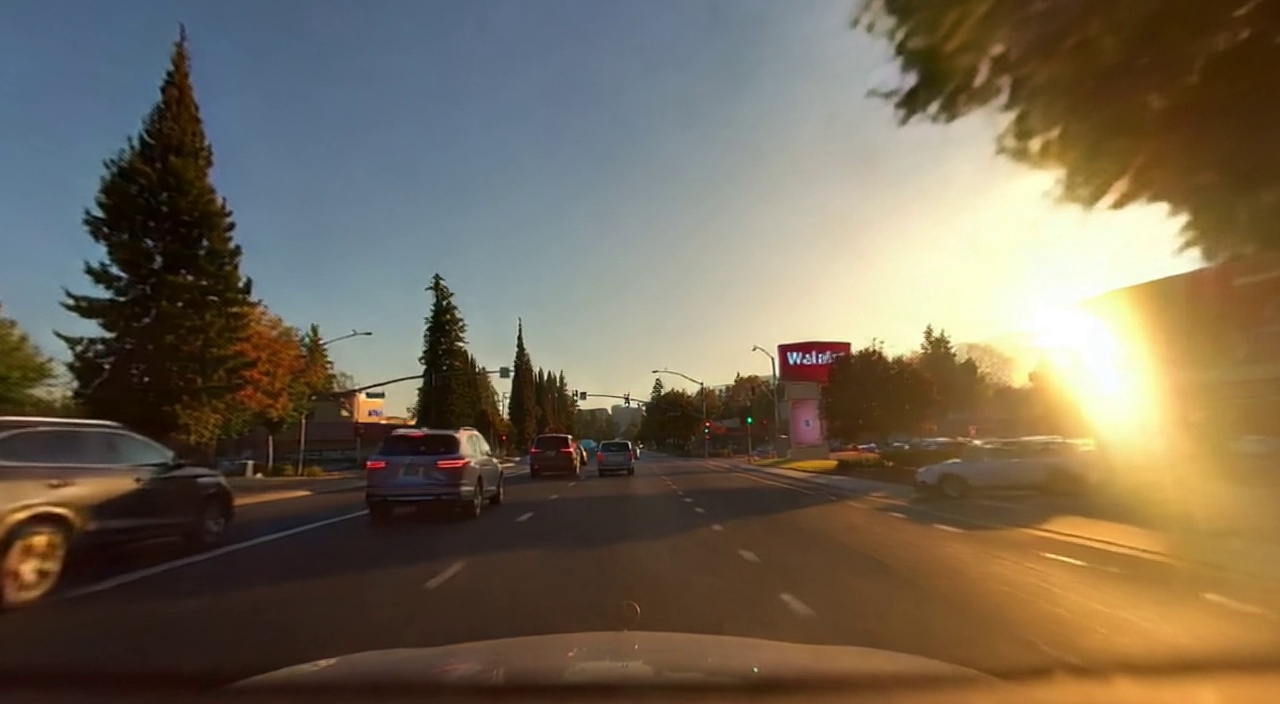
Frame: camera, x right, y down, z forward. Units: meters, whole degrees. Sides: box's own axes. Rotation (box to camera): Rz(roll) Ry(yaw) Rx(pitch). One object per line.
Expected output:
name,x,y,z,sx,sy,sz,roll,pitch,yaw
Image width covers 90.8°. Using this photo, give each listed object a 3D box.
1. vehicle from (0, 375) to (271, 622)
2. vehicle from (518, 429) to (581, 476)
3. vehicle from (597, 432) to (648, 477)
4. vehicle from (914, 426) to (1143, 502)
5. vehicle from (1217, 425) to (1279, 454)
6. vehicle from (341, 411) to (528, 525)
vehicle,-5.924,1.316,6.217,2.093,1.803,4.668,0,-8,-6
vehicle,-4.153,4.749,30.111,2.252,1.999,5.605,0,-8,-1
vehicle,-0.761,4.505,27.937,2.061,1.809,4.141,0,-8,-1
vehicle,9.813,2.798,16.157,4.734,1.726,2.039,1,-8,-11
vehicle,32.346,4.408,31.923,4.438,1.423,1.897,0,-8,0
vehicle,-3.873,2.291,13.074,2.159,1.877,4.925,0,-8,1
